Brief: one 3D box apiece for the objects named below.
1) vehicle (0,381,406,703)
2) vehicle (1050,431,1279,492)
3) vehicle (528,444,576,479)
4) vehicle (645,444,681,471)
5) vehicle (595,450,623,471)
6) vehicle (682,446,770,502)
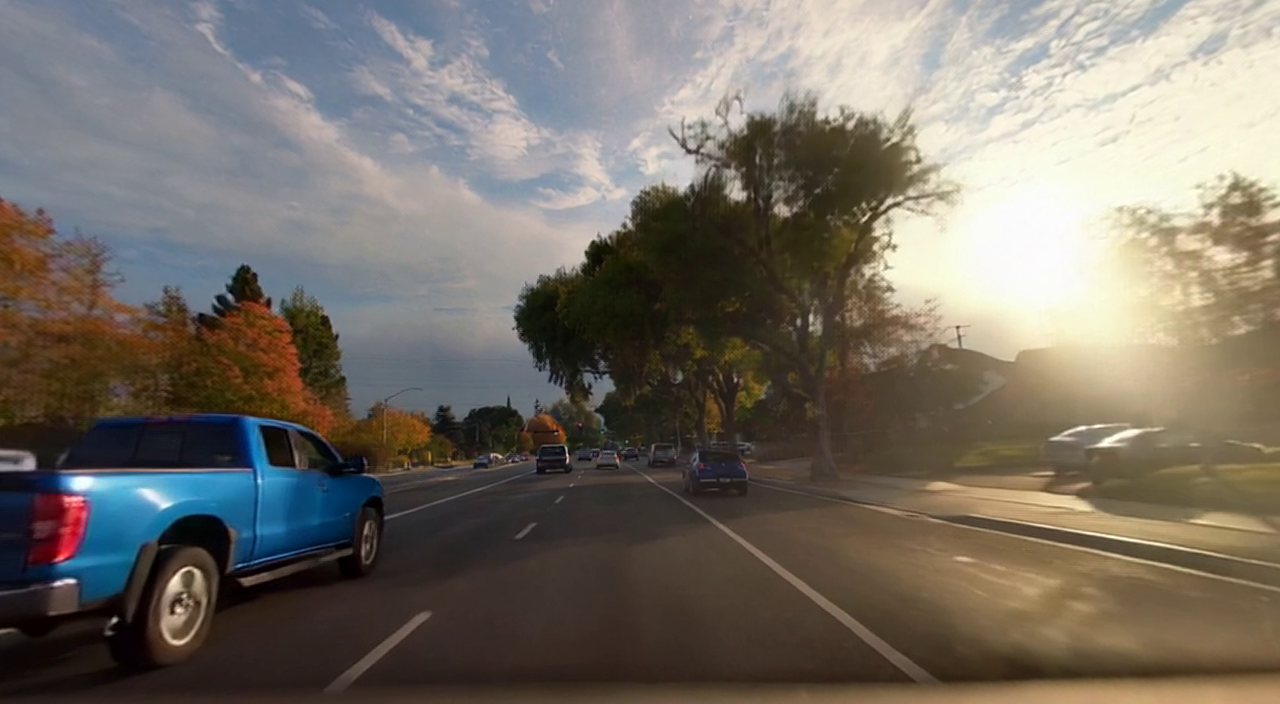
[{"bbox_3d":[-4.047,1.391,5.454,2.111,1.745,5.274,0,-8,-1],"label":"vehicle"},{"bbox_3d":[13.611,2.796,16.316,4.597,1.439,2.062,0,-9,-1],"label":"vehicle"},{"bbox_3d":[-4.881,6.164,35.827,2.218,1.829,4.492,0,-9,-2],"label":"vehicle"},{"bbox_3d":[1.570,7.538,45.308,2.099,1.845,4.363,0,-9,-4],"label":"vehicle"},{"bbox_3d":[-2.440,8.275,48.416,2.030,1.477,4.330,0,-9,-4],"label":"vehicle"},{"bbox_3d":[2.452,3.589,19.108,1.884,1.463,4.195,0,-9,-3],"label":"vehicle"}]
